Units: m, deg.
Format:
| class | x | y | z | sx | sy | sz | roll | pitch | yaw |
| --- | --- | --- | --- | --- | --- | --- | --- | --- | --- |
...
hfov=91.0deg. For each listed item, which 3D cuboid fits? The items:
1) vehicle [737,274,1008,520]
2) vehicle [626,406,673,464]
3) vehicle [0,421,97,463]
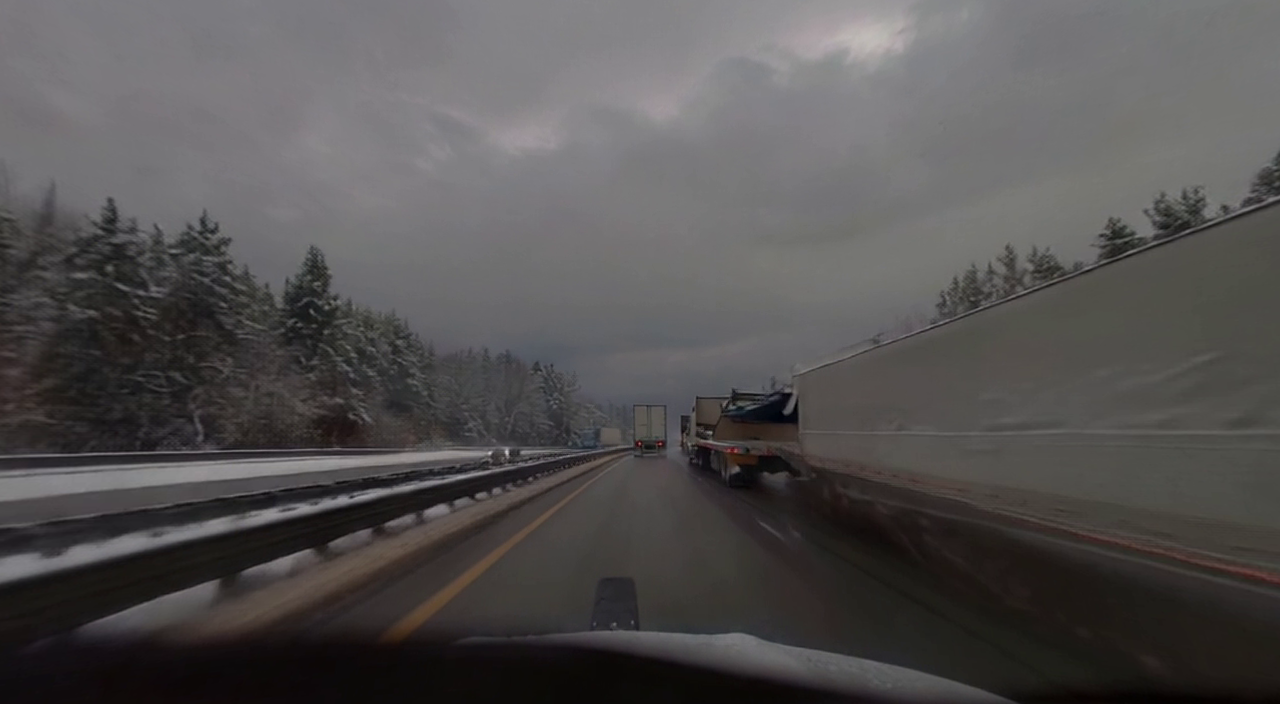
| class | x | y | z | sx | sy | sz | roll | pitch | yaw |
| --- | --- | --- | --- | --- | --- | --- | --- | --- | --- |
| vehicle | 4.433 | 1.287 | 14.654 | 2.860 | 4.036 | 8.586 | 0 | -8 | -1 |
| vehicle | 0.607 | 5.238 | 39.366 | 2.644 | 3.247 | 7.454 | -1 | -8 | 1 |
| vehicle | -47.232 | 6.860 | 47.826 | 3.052 | 2.977 | 11.341 | 1 | -8 | -7 |
